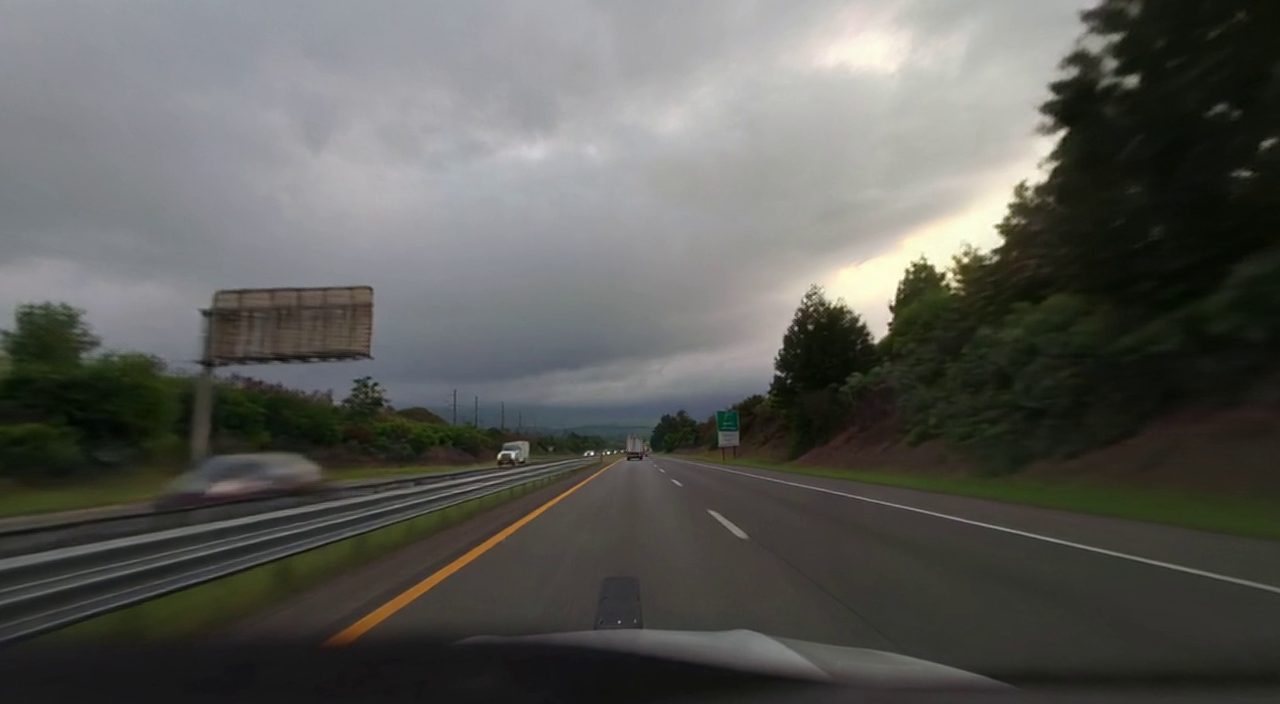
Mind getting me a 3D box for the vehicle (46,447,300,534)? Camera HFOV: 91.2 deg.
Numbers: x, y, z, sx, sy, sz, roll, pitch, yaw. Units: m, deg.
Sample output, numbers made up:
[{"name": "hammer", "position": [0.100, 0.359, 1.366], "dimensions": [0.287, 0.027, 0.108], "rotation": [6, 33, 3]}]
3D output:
[{"name": "vehicle", "position": [-9.645, 2.834, 13.584], "dimensions": [1.915, 1.530, 4.629], "rotation": [0, -9, 0]}]
